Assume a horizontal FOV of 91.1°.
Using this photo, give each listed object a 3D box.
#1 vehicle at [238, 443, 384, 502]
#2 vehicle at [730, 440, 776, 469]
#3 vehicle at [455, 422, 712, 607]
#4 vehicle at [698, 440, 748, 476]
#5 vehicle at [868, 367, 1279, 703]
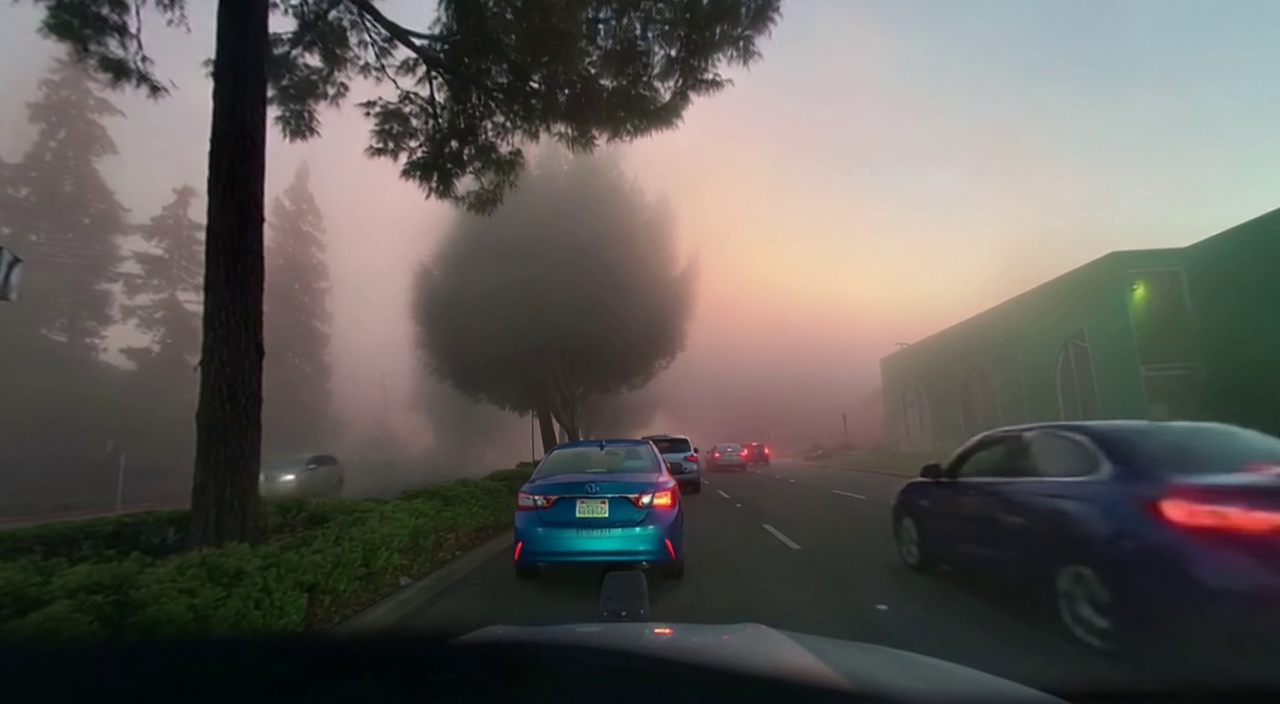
[{"bbox_3d":[-11.964,4.388,23.472,2.257,1.904,5.751,0,-9,1],"label":"vehicle"},{"bbox_3d":[7.804,7.097,43.741,2.253,1.854,5.409,0,-9,1],"label":"vehicle"},{"bbox_3d":[-0.471,1.642,7.250,2.111,1.506,4.018,0,-8,0],"label":"vehicle"},{"bbox_3d":[4.097,5.302,31.643,1.946,1.648,4.230,0,-9,1],"label":"vehicle"},{"bbox_3d":[3.608,1.199,5.061,1.971,1.637,4.317,0,-8,1],"label":"vehicle"}]
